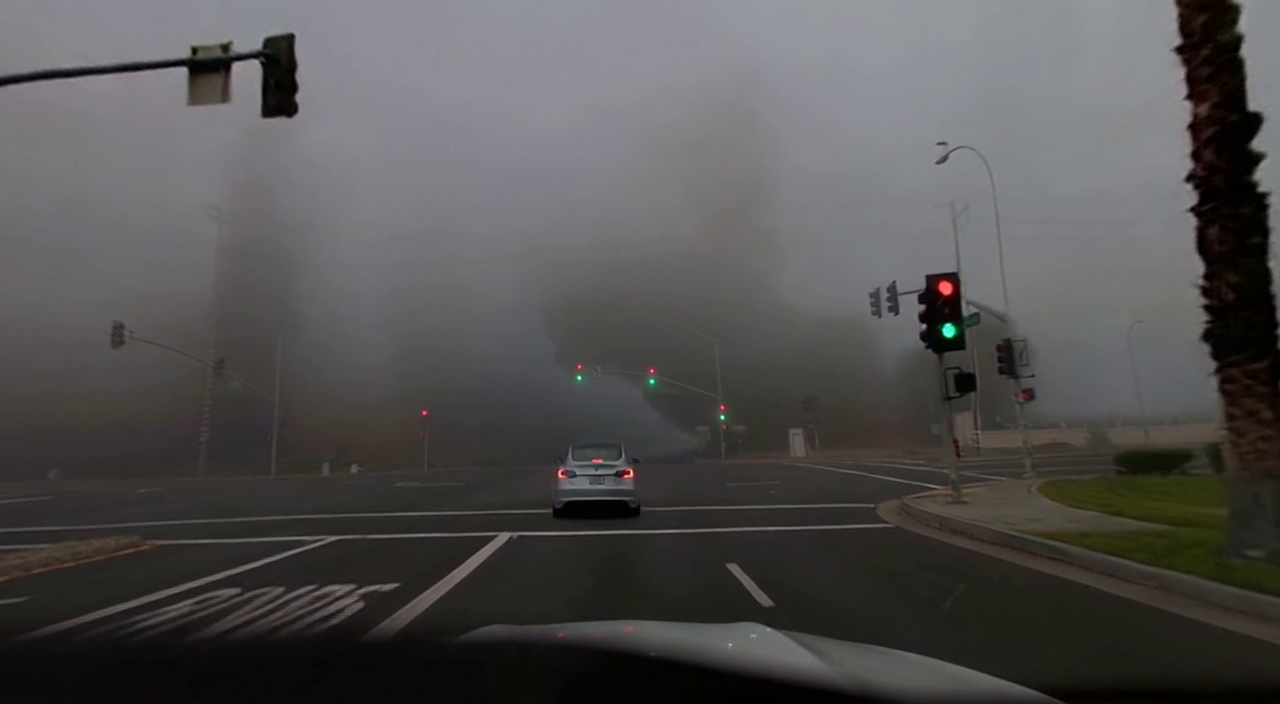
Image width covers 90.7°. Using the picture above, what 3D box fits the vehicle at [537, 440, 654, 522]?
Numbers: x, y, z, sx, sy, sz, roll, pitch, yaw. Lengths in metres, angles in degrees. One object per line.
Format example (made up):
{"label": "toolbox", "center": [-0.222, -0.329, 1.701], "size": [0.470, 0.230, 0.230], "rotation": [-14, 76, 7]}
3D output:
{"label": "vehicle", "center": [-0.870, 2.680, 13.772], "size": [2.152, 1.478, 4.229], "rotation": [0, -8, -2]}
